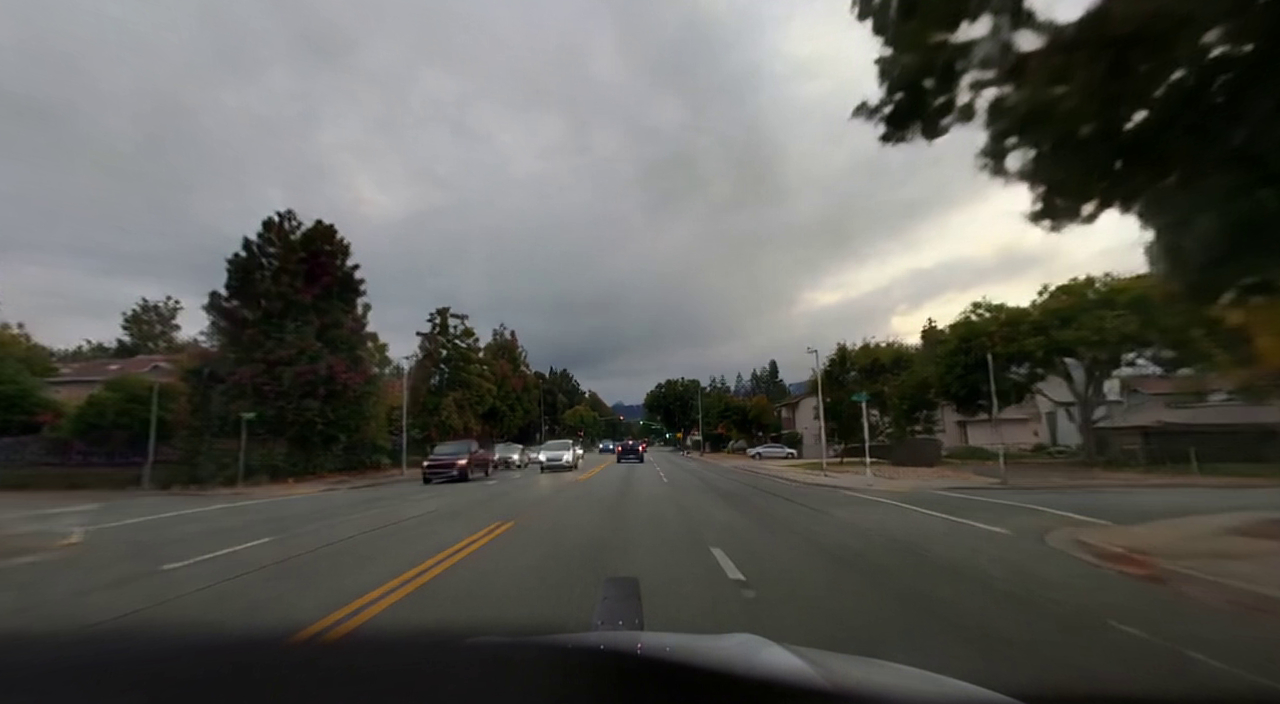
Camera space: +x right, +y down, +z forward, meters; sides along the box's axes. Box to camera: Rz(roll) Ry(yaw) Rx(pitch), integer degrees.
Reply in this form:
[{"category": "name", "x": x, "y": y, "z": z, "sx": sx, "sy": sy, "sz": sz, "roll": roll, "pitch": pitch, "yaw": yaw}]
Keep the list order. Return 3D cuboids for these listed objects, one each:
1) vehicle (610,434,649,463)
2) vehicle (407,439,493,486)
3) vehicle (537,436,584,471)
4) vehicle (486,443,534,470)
[{"category": "vehicle", "x": -0.677, "y": 6.735, "z": 44.081, "sx": 2.554, "sy": 1.902, "sz": 5.329, "roll": 0, "pitch": -9, "yaw": 1}, {"category": "vehicle", "x": -7.480, "y": 4.368, "z": 25.388, "sx": 2.069, "sy": 1.654, "sz": 4.458, "roll": -1, "pitch": -9, "yaw": 0}, {"category": "vehicle", "x": -4.230, "y": 5.461, "z": 34.065, "sx": 1.955, "sy": 1.723, "sz": 4.287, "roll": 0, "pitch": -9, "yaw": 0}, {"category": "vehicle", "x": -8.039, "y": 6.476, "z": 39.450, "sx": 2.054, "sy": 1.528, "sz": 4.297, "roll": -1, "pitch": -9, "yaw": 0}]
